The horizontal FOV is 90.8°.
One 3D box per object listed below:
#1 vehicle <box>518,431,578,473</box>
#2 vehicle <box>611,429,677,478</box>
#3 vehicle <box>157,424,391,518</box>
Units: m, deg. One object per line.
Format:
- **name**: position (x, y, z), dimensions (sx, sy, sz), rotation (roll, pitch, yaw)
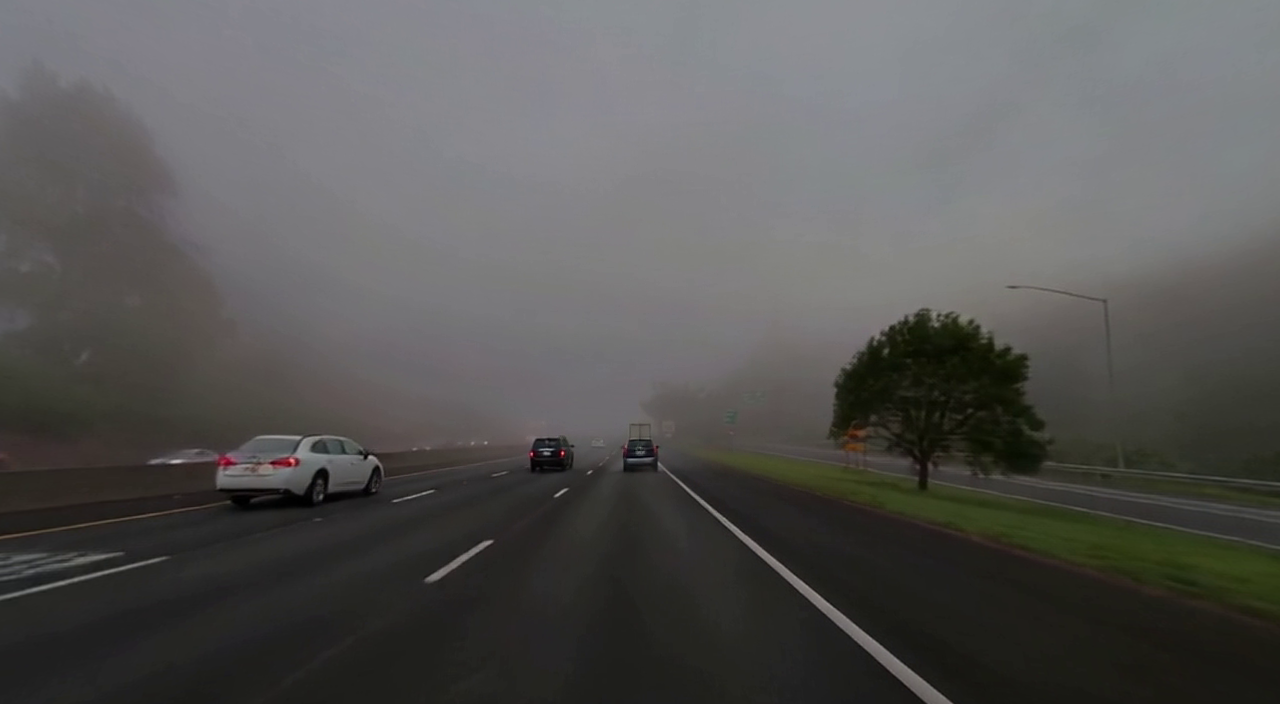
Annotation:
- **vehicle**: position (-4.075, 4.513, 28.665), dimensions (2.044, 1.717, 4.421), rotation (0, -8, 0)
- **vehicle**: position (0.113, 4.014, 25.184), dimensions (2.378, 1.750, 4.355), rotation (0, -8, -1)
- **vehicle**: position (-7.433, 2.459, 13.601), dimensions (2.195, 1.652, 4.733), rotation (0, -8, 0)
